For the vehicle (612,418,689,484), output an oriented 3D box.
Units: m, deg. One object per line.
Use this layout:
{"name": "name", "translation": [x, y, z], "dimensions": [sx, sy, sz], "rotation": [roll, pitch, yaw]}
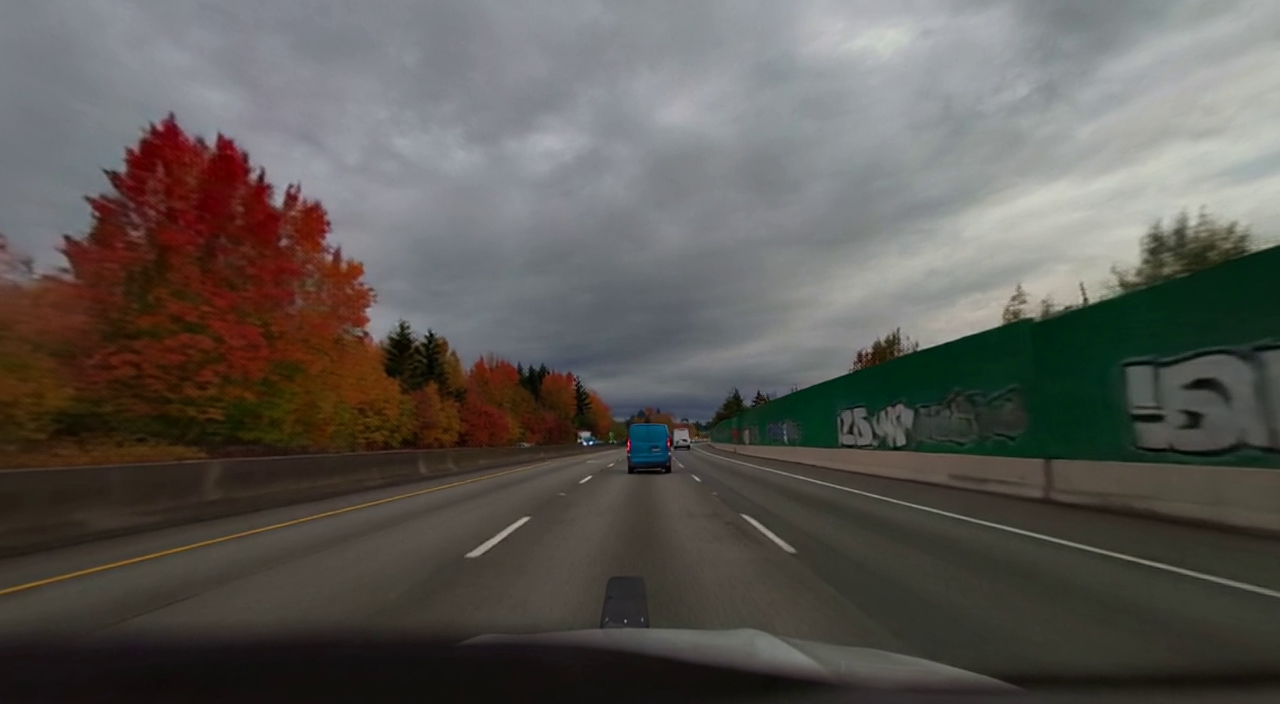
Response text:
{"name": "vehicle", "translation": [0.277, 3.269, 20.935], "dimensions": [2.283, 1.956, 4.421], "rotation": [0, -8, -1]}
